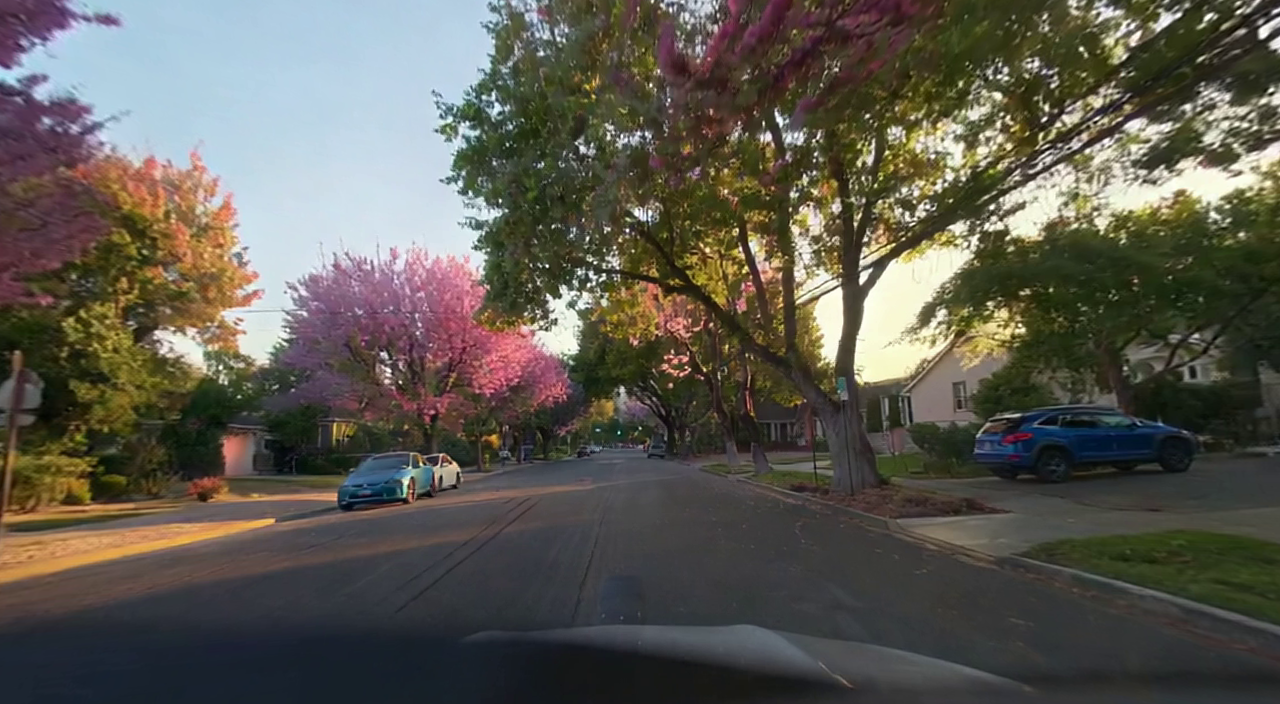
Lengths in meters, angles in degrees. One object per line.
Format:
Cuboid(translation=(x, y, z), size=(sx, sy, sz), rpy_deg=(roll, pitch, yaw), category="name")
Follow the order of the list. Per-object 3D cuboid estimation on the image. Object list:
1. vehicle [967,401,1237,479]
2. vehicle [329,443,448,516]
Cuboid(translation=(11.497, 2.235, 16.040), size=(5.198, 1.813, 2.028), rpy_deg=(0, -8, -1), category="vehicle")
Cuboid(translation=(-6.430, 3.226, 16.672), size=(1.874, 1.497, 4.233), rpy_deg=(-2, -7, -7), category="vehicle")
